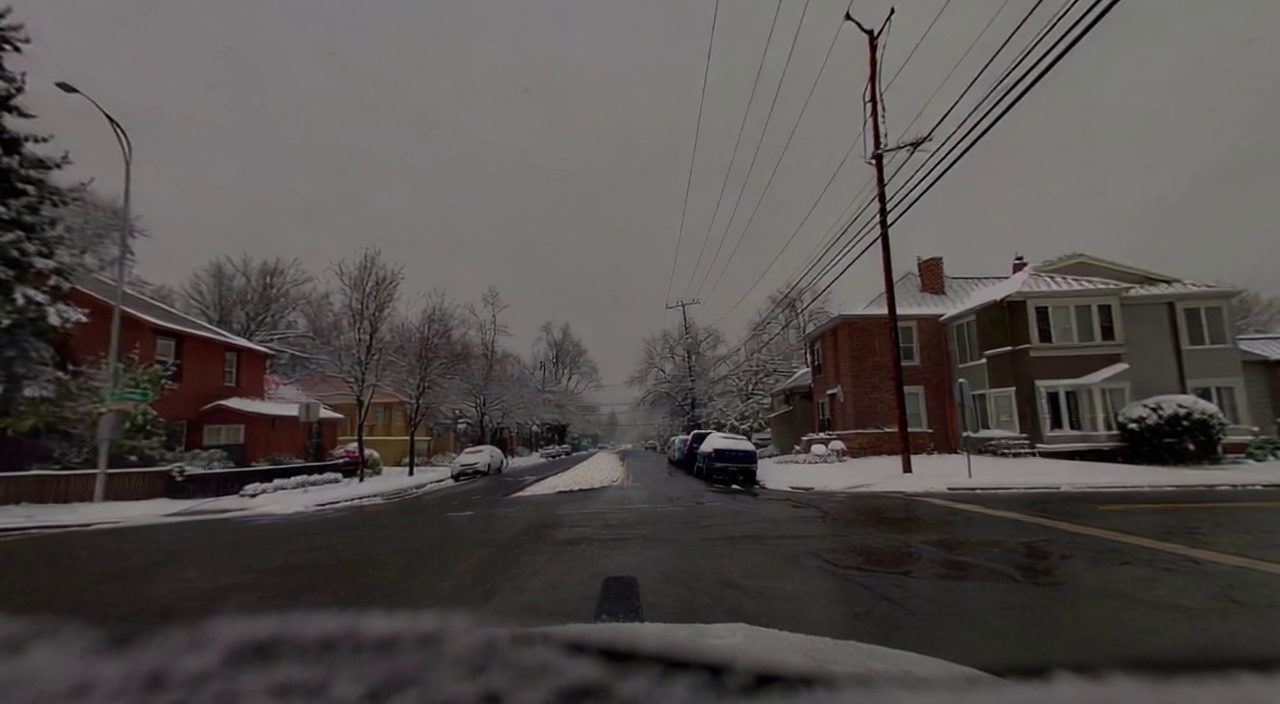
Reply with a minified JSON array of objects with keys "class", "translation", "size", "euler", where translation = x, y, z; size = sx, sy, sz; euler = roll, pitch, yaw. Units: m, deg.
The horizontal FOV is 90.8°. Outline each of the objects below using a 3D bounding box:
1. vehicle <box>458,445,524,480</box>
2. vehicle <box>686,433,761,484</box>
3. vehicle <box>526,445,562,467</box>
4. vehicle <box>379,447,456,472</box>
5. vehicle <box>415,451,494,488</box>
[{"class":"vehicle","translation":[-7.113,5.314,30.689],"size":[1.957,1.549,4.527],"euler":[-1,-9,2]},{"class":"vehicle","translation":[3.030,3.990,23.882],"size":[2.114,1.708,4.474],"euler":[0,-9,-2]},{"class":"vehicle","translation":[-7.072,7.693,46.928],"size":[1.914,1.508,4.653],"euler":[0,-9,0]},{"class":"vehicle","translation":[-13.439,6.505,38.340],"size":[3.905,1.480,1.892],"euler":[0,-9,0]},{"class":"vehicle","translation":[-7.249,4.619,25.079],"size":[1.926,1.307,3.909],"euler":[0,-9,0]}]
